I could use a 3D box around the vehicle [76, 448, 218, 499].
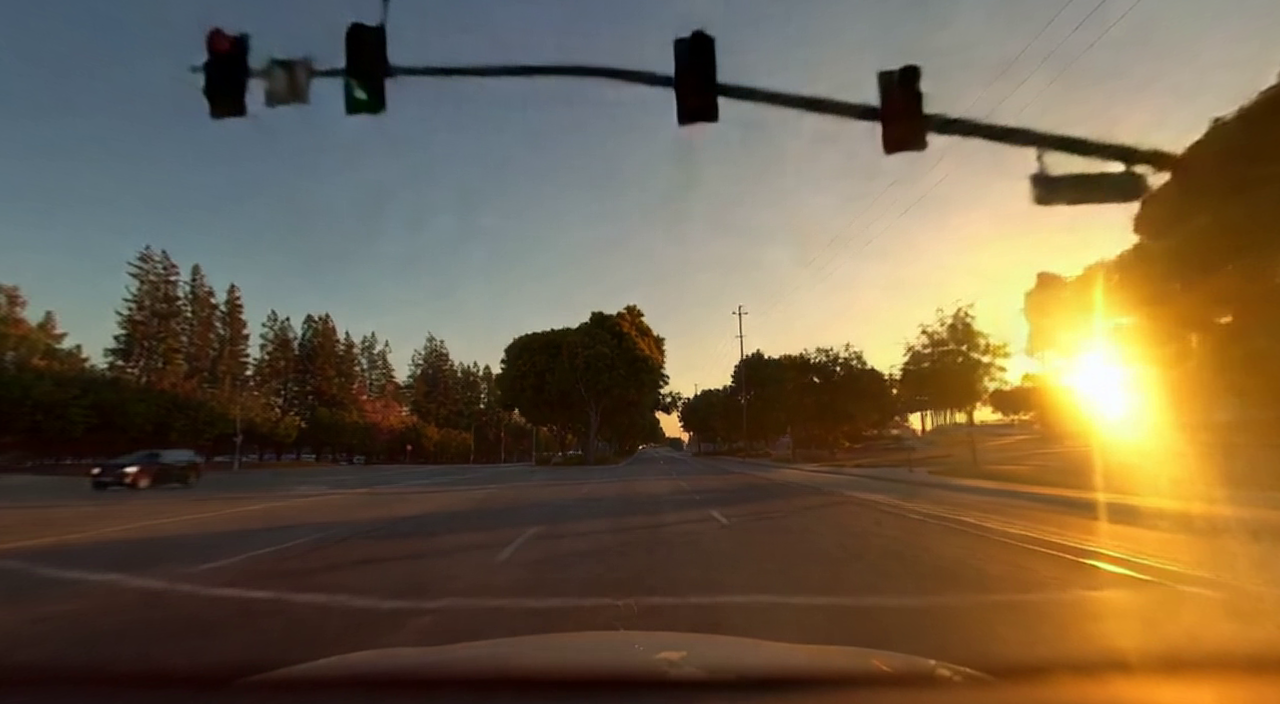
[{"bbox_3d":[-18.738,4.594,24.342,1.976,1.704,4.316,0,-8,-1],"label":"vehicle"}]
